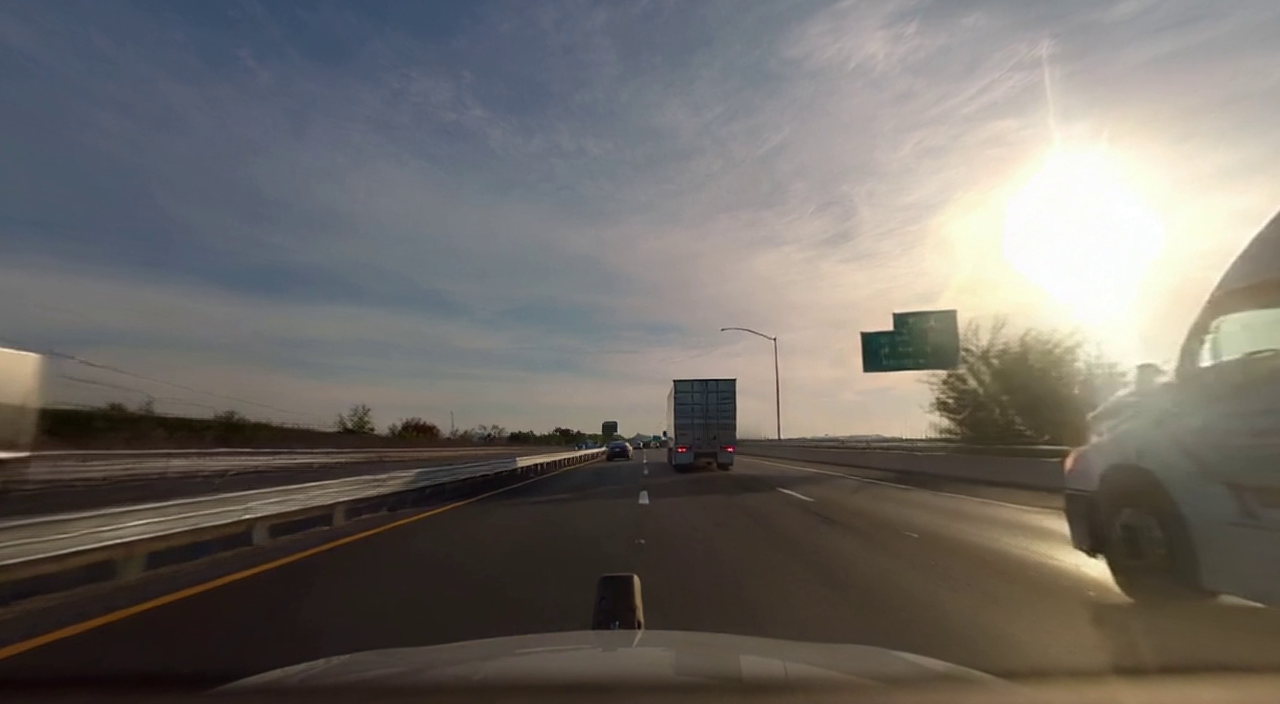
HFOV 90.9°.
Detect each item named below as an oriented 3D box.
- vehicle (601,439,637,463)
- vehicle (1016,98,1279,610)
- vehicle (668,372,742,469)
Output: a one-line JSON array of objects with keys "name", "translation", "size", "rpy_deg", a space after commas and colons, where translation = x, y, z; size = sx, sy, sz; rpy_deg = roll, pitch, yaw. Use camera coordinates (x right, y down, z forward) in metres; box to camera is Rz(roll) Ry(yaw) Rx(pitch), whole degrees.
[{"name": "vehicle", "translation": [-1.416, 6.914, 44.335], "size": [2.208, 1.542, 5.138], "rpy_deg": [0, -8, 2]}, {"name": "vehicle", "translation": [6.440, -0.239, 3.035], "size": [2.946, 3.946, 10.224], "rpy_deg": [0, -8, 0]}, {"name": "vehicle", "translation": [3.021, 3.798, 33.395], "size": [2.966, 4.072, 13.408], "rpy_deg": [0, -8, 2]}]
